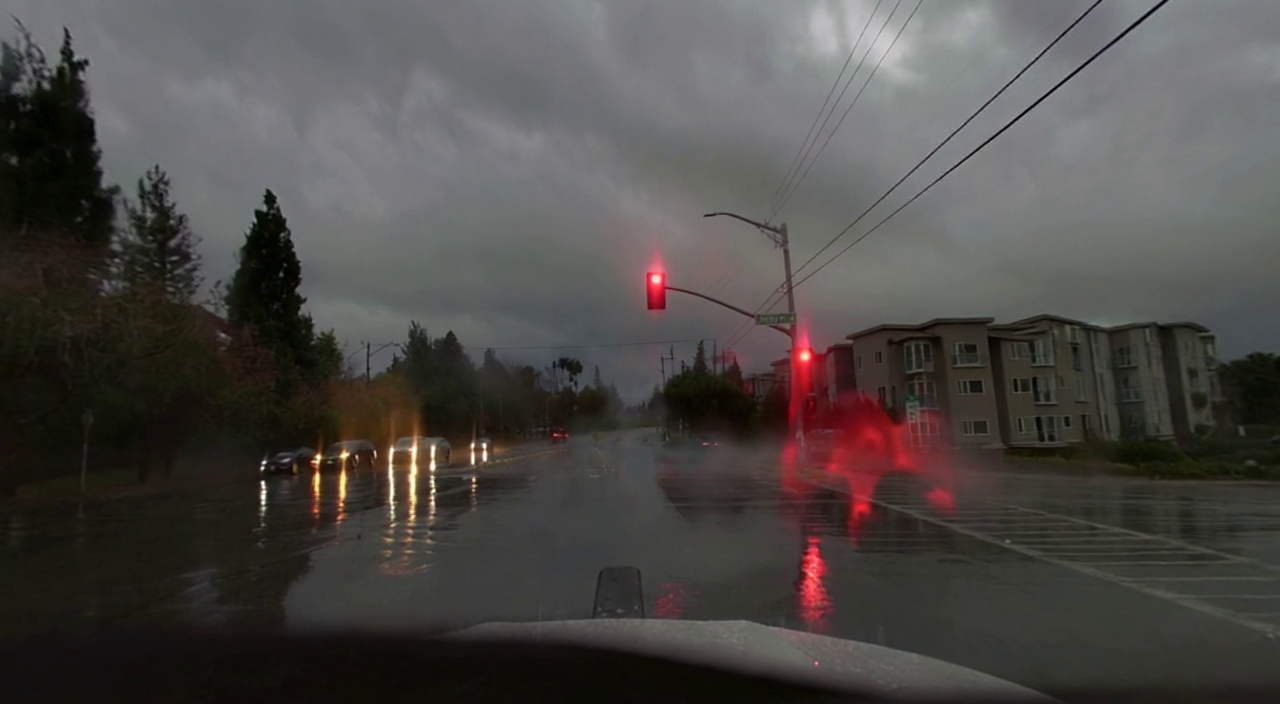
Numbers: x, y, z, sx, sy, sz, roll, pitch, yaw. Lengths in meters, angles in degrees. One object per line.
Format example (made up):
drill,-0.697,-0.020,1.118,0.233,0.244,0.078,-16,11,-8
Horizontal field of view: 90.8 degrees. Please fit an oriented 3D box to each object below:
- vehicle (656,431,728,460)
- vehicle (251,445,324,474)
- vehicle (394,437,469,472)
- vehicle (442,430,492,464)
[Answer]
vehicle,2.911,5.449,36.881,2.073,1.571,4.790,4,-10,-25
vehicle,-21.118,6.453,38.092,1.981,1.628,4.336,0,-9,-1
vehicle,-9.698,4.798,29.774,2.116,1.521,4.294,0,-9,-1
vehicle,-9.804,5.455,36.186,1.910,1.818,4.057,0,-9,-3
